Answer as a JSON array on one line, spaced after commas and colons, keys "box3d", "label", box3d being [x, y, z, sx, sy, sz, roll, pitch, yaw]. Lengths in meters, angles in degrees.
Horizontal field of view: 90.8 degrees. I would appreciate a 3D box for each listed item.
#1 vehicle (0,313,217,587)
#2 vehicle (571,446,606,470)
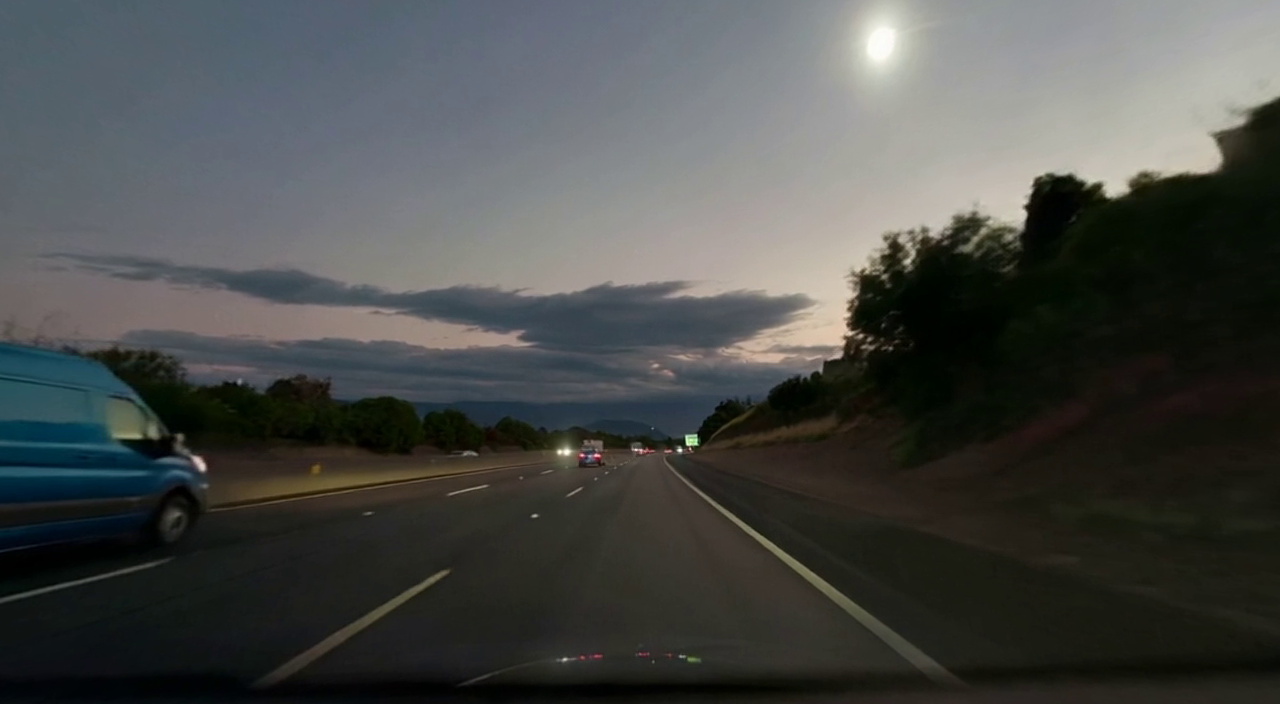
[{"box3d": [-7.061, 0.855, 5.490, 2.449, 2.471, 6.130, 0, -9, 0], "label": "vehicle"}, {"box3d": [-3.284, 6.901, 41.044, 1.858, 1.459, 4.091, 0, -9, 1], "label": "vehicle"}]
